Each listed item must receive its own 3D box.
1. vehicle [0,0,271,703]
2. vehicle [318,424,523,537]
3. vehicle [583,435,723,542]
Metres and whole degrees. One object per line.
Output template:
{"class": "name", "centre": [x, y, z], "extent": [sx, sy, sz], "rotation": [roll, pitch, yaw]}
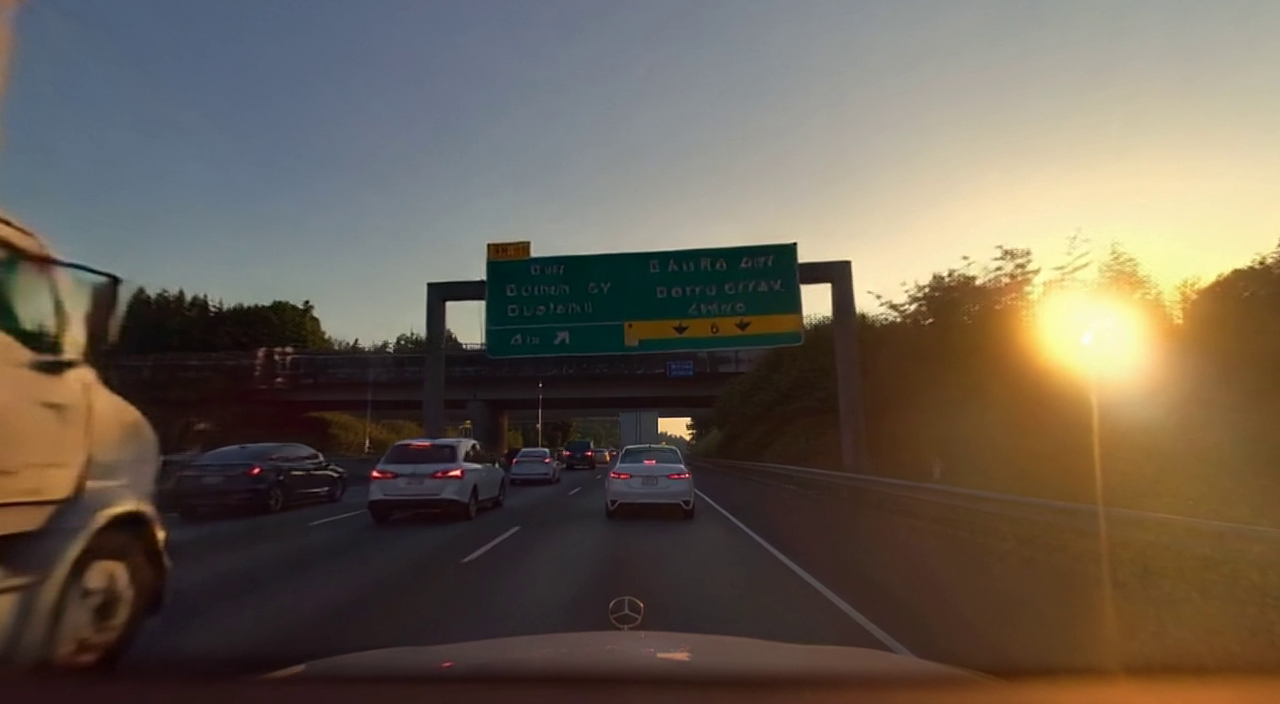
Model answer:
{"class": "vehicle", "centre": [-3.884, -0.285, 0.119], "extent": [2.832, 3.293, 7.782], "rotation": [0, -9, 0]}
{"class": "vehicle", "centre": [-3.638, 2.230, 11.505], "extent": [2.165, 1.638, 4.317], "rotation": [0, -9, 0]}
{"class": "vehicle", "centre": [0.163, 2.213, 10.733], "extent": [1.995, 1.495, 3.380], "rotation": [0, -9, -1]}
